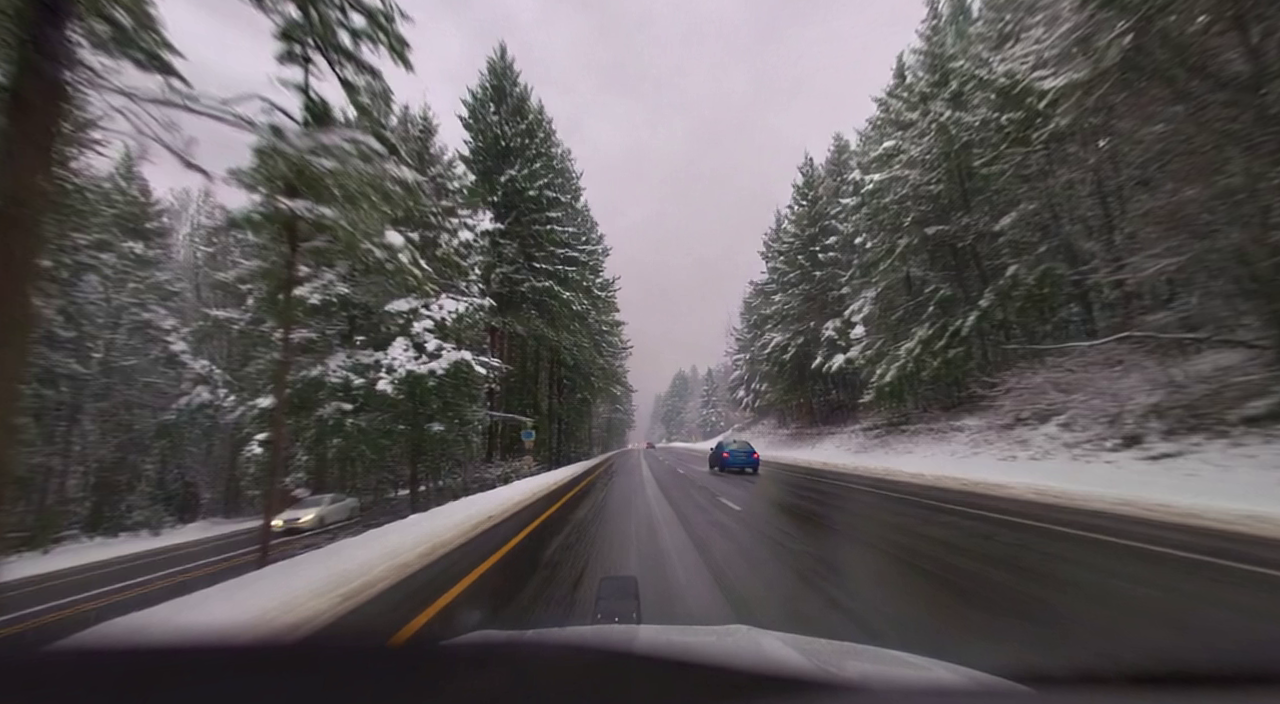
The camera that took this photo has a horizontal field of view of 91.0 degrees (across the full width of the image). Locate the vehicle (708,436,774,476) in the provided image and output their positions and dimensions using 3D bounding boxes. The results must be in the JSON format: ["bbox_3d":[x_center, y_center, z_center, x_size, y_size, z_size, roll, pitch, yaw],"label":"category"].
[{"bbox_3d":[4.178,4.400,26.879,1.905,1.525,4.719,0,-8,-2],"label":"vehicle"}]
